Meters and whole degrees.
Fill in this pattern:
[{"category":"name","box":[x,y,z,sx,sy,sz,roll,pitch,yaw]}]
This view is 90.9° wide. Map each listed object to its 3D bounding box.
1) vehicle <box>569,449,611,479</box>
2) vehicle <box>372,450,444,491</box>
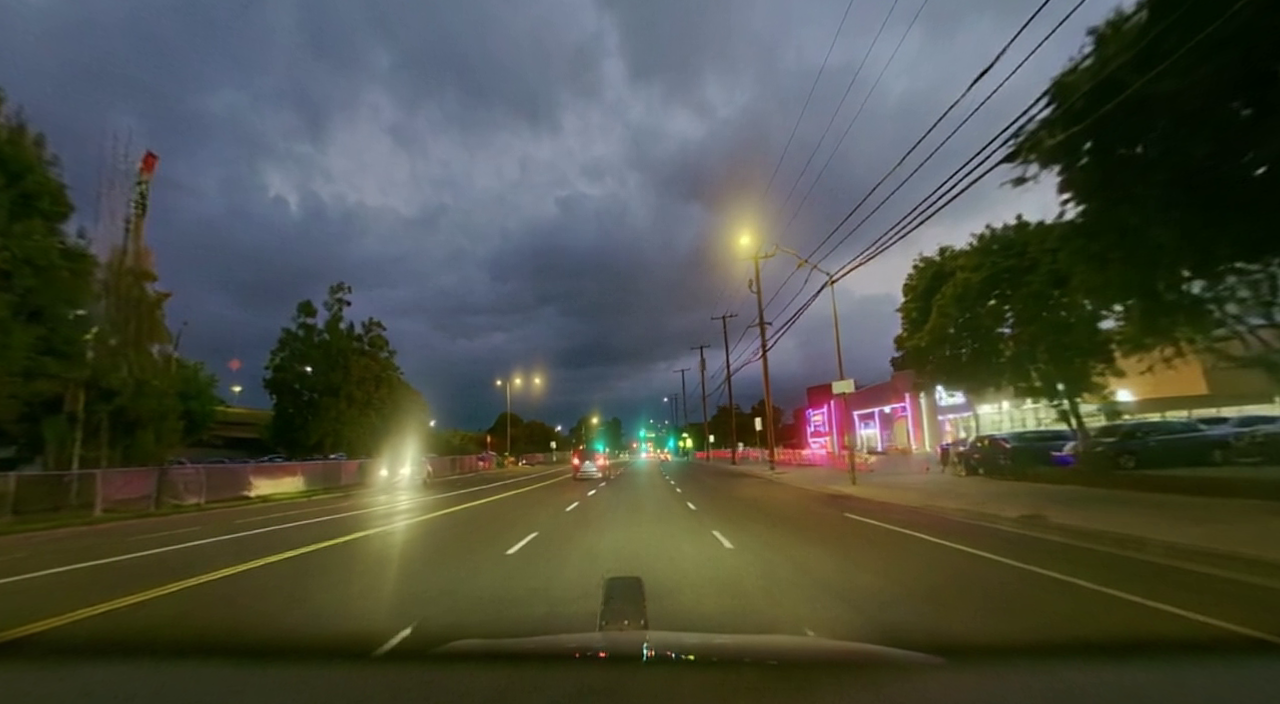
[{"category":"vehicle","box":[-2.941,6.701,38.002,2.036,1.589,4.549,0,-8,1]},{"category":"vehicle","box":[-11.865,6.036,32.551,2.052,1.898,4.253,0,-8,1]}]
